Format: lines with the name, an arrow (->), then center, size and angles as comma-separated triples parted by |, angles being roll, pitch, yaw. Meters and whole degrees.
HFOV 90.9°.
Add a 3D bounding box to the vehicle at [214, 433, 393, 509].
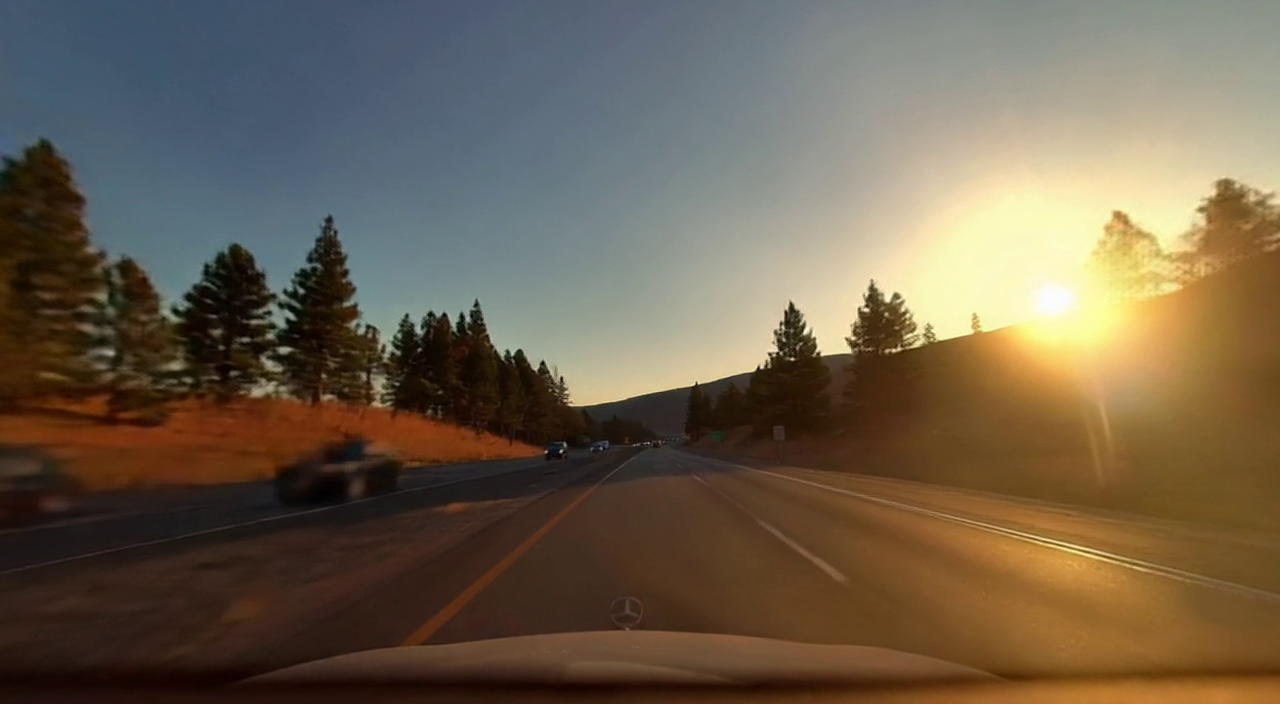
vehicle -> -8.624, 3.073, 16.827 | 2.113, 1.697, 4.718 | 0, -8, 1
